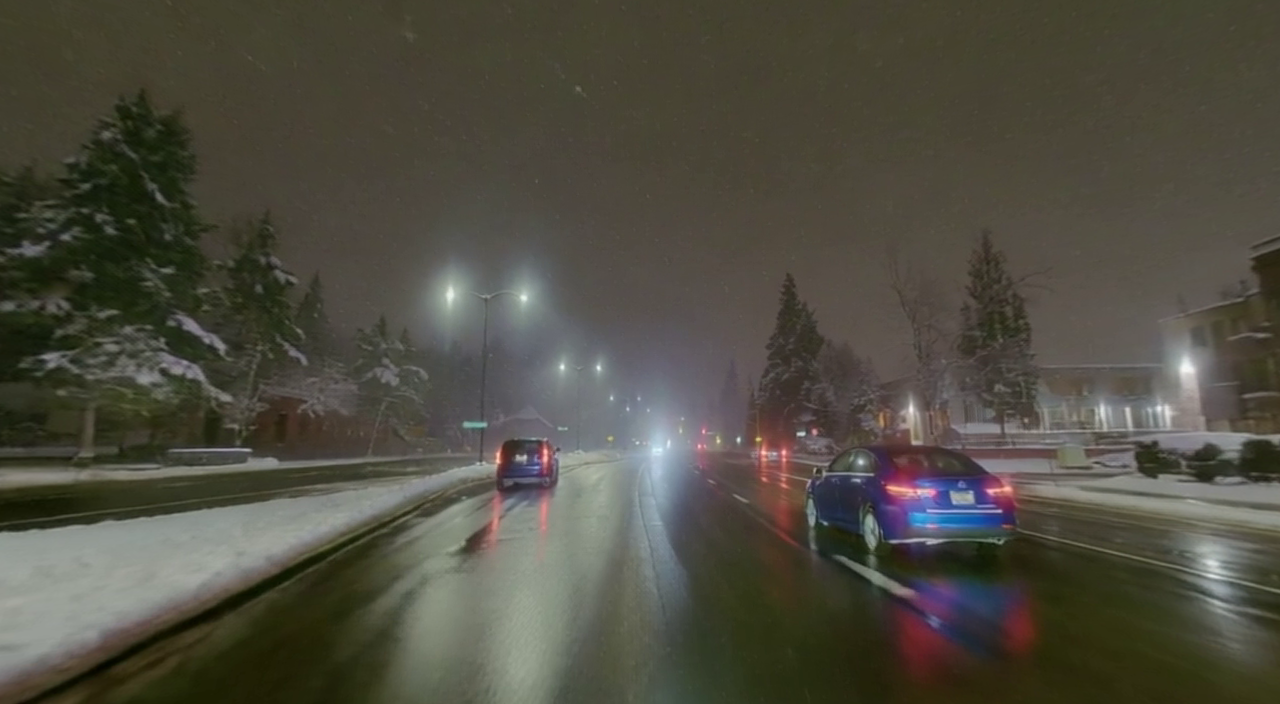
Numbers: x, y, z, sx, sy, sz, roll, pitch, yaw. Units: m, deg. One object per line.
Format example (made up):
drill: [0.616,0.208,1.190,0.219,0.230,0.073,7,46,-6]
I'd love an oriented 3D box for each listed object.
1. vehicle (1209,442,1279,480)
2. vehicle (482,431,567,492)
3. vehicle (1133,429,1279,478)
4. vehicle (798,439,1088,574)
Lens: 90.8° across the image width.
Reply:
vehicle: [24.962,4.288,25.028,3.608,1.401,1.822,2,-9,-16]
vehicle: [-3.504,3.393,19.964,2.085,1.693,4.301,0,-8,-3]
vehicle: [24.634,4.349,27.218,5.801,1.933,2.289,3,-9,-18]
vehicle: [3.784,1.960,8.953,1.918,1.418,4.360,0,-8,0]
